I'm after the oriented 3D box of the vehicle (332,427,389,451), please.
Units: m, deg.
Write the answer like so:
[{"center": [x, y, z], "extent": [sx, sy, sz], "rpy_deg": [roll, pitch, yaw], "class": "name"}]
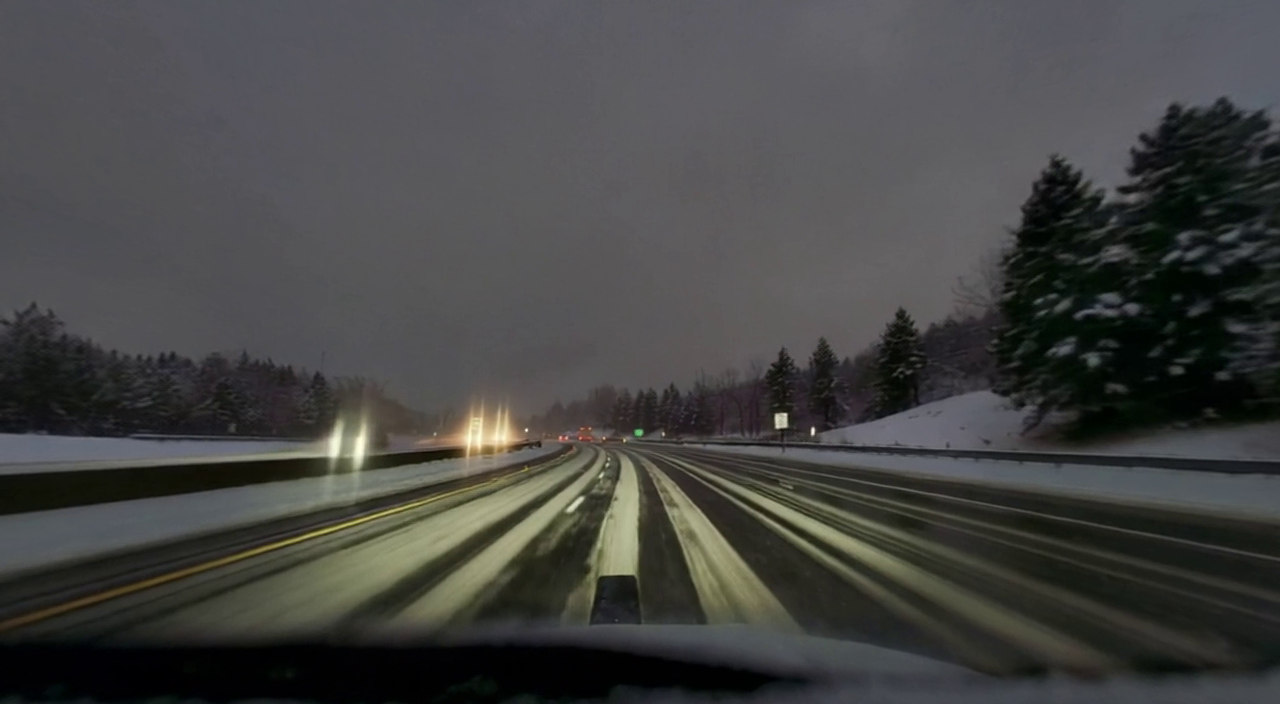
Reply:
[{"center": [-19.593, 6.135, 44.356], "extent": [1.948, 1.569, 4.674], "rpy_deg": [0, -8, -2], "class": "vehicle"}]
